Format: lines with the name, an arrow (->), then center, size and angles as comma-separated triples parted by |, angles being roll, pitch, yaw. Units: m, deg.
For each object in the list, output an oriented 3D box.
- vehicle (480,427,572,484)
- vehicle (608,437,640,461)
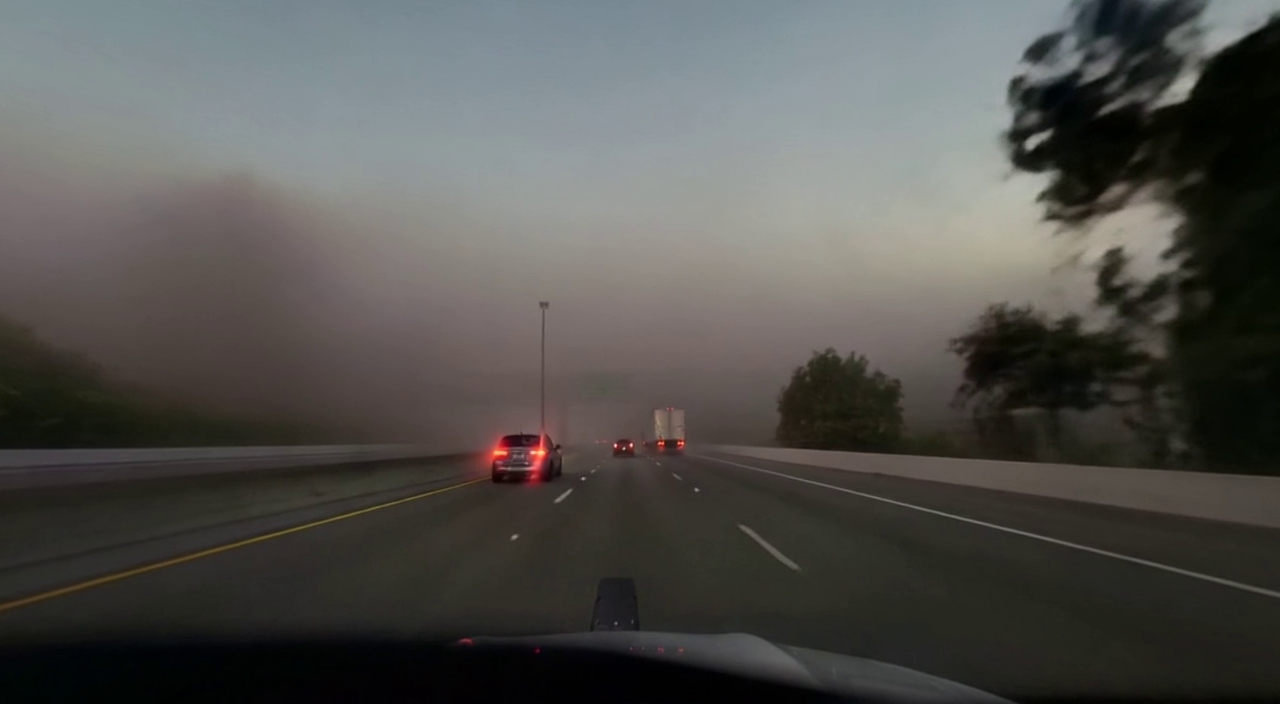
vehicle -> -3.876, 3.614, 22.303 | 2.377, 1.747, 4.703 | 0, -8, 0
vehicle -> -1.120, 6.766, 44.073 | 2.125, 1.542, 3.816 | 0, -8, -1
